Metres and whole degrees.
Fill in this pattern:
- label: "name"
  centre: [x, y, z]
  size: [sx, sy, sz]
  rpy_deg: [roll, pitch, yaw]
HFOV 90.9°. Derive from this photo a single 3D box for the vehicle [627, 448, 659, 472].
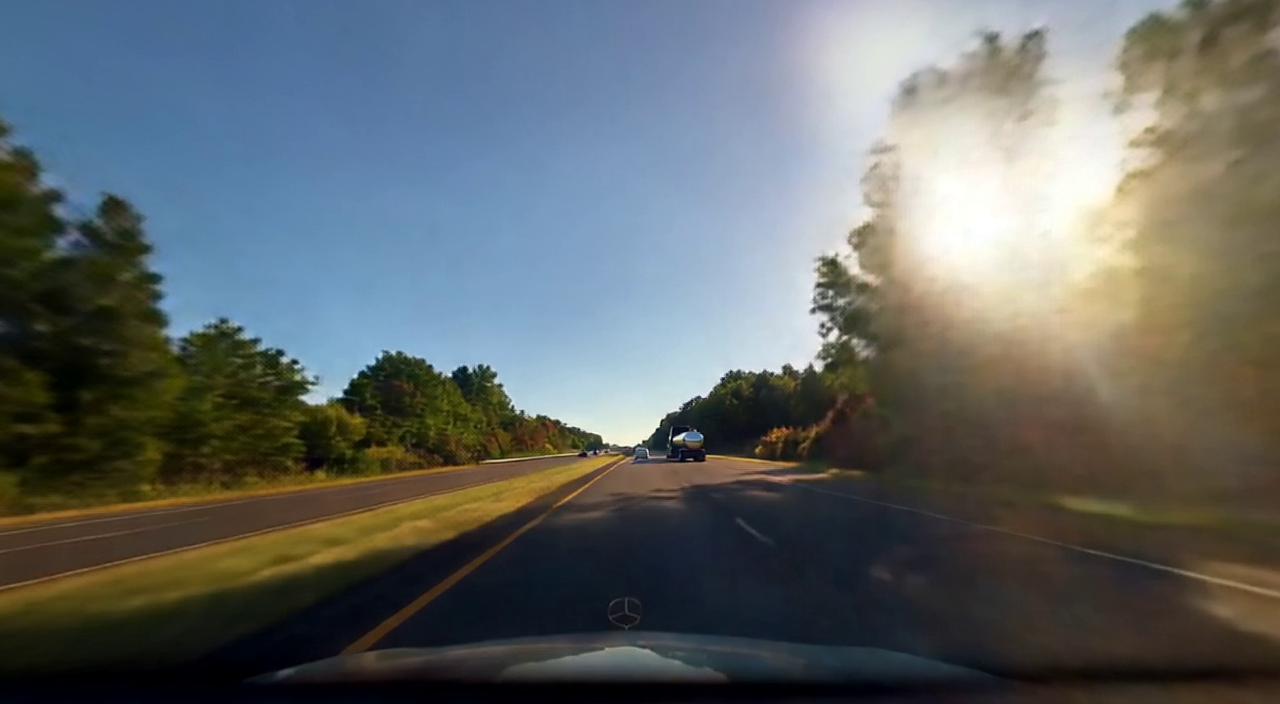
- label: "vehicle"
  centre: [0.177, 6.656, 38.956]
  size: [1.926, 1.386, 3.615]
  rpy_deg: [0, -9, 0]
